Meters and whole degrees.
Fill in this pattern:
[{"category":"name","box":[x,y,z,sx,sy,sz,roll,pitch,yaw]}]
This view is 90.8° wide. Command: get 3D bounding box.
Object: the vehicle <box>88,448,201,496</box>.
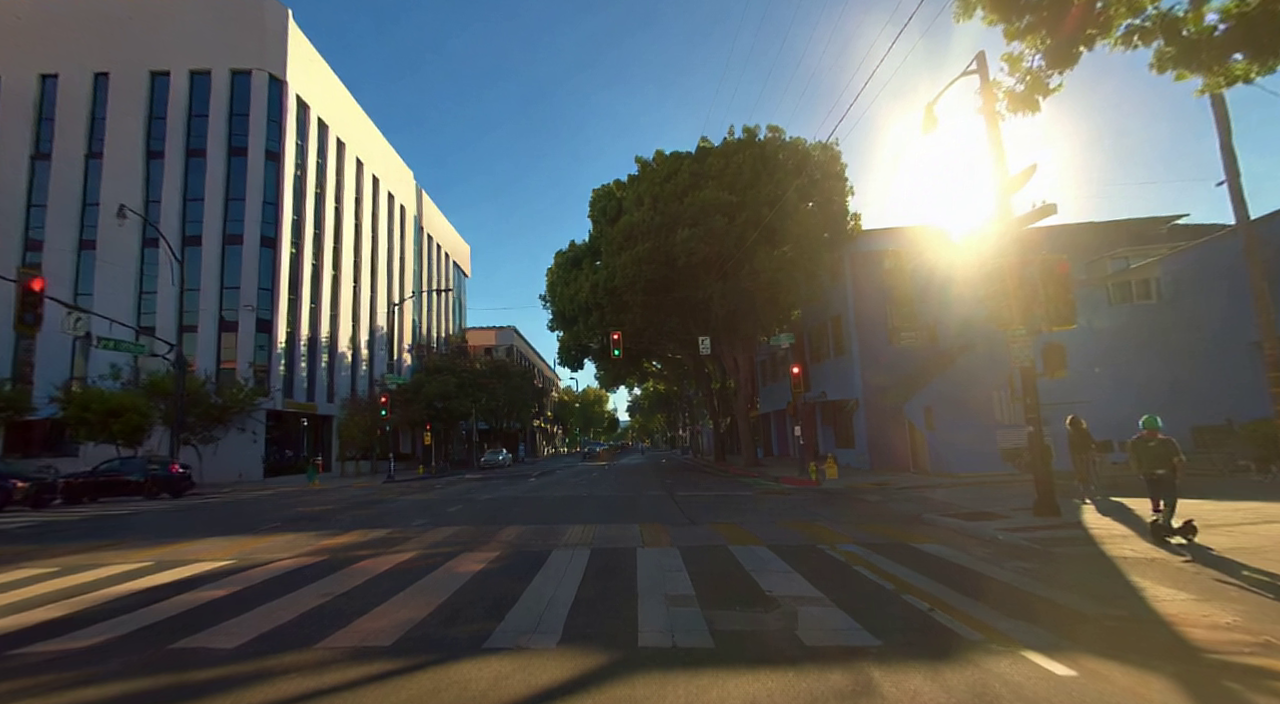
[{"category":"vehicle","box":[-17.699,4.250,22.610,2.827,1.613,1.717,-3,-9,15]}]
